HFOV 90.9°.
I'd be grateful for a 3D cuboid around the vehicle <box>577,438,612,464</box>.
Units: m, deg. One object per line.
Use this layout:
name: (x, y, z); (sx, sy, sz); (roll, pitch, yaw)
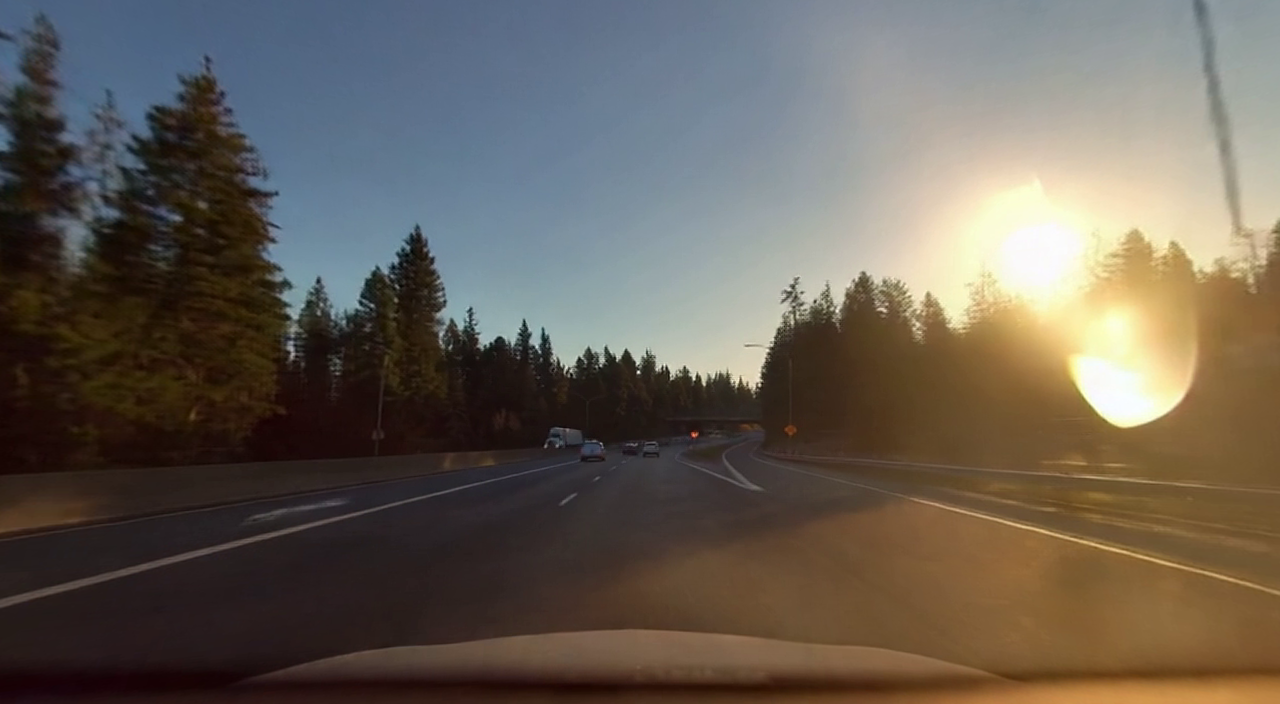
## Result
vehicle: (-3.260, 7.200, 45.927); (2.129, 1.742, 4.217); (-1, -8, 2)
